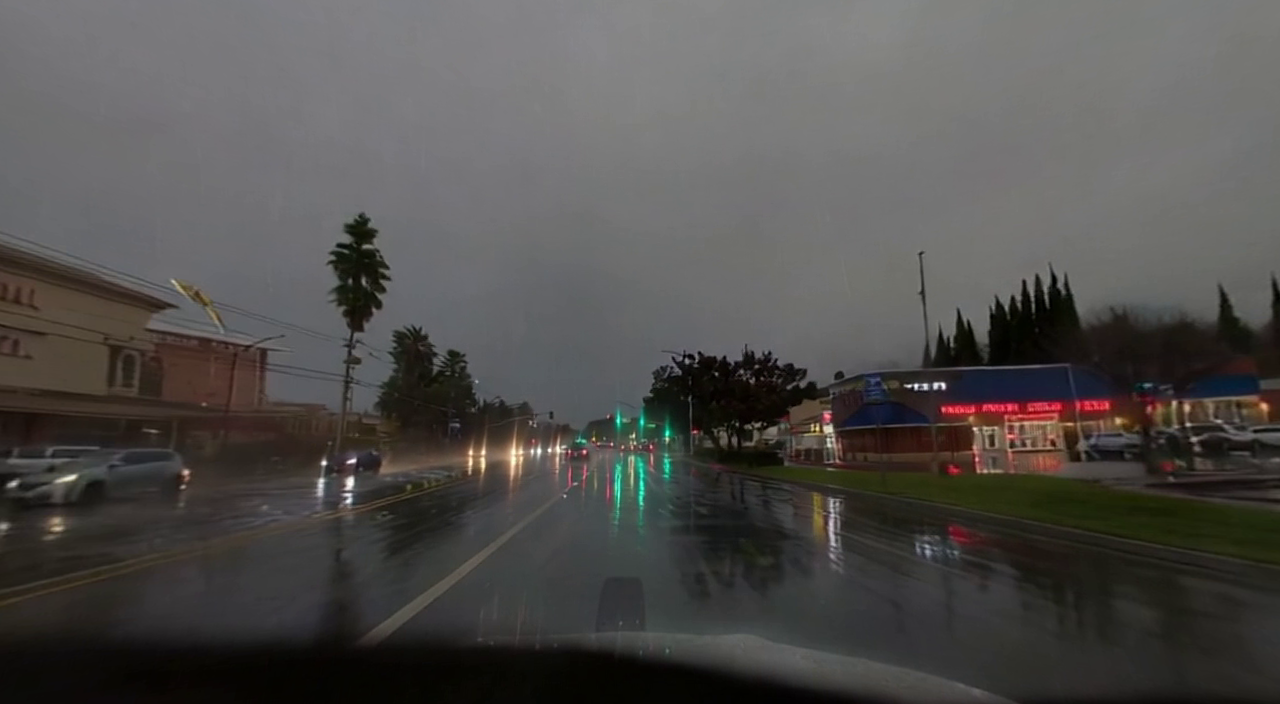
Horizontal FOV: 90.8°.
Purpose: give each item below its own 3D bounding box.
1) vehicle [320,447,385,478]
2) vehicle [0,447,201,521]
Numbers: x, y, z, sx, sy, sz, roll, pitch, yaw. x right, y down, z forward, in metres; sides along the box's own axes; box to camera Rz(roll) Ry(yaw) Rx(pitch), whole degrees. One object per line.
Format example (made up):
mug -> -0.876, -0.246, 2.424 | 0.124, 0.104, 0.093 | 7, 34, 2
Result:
vehicle -> -18.788, 7.214, 41.565 | 2.129, 1.797, 4.866 | -3, -8, -1
vehicle -> -14.896, 3.518, 17.507 | 2.011, 1.655, 5.029 | -2, -8, -2
